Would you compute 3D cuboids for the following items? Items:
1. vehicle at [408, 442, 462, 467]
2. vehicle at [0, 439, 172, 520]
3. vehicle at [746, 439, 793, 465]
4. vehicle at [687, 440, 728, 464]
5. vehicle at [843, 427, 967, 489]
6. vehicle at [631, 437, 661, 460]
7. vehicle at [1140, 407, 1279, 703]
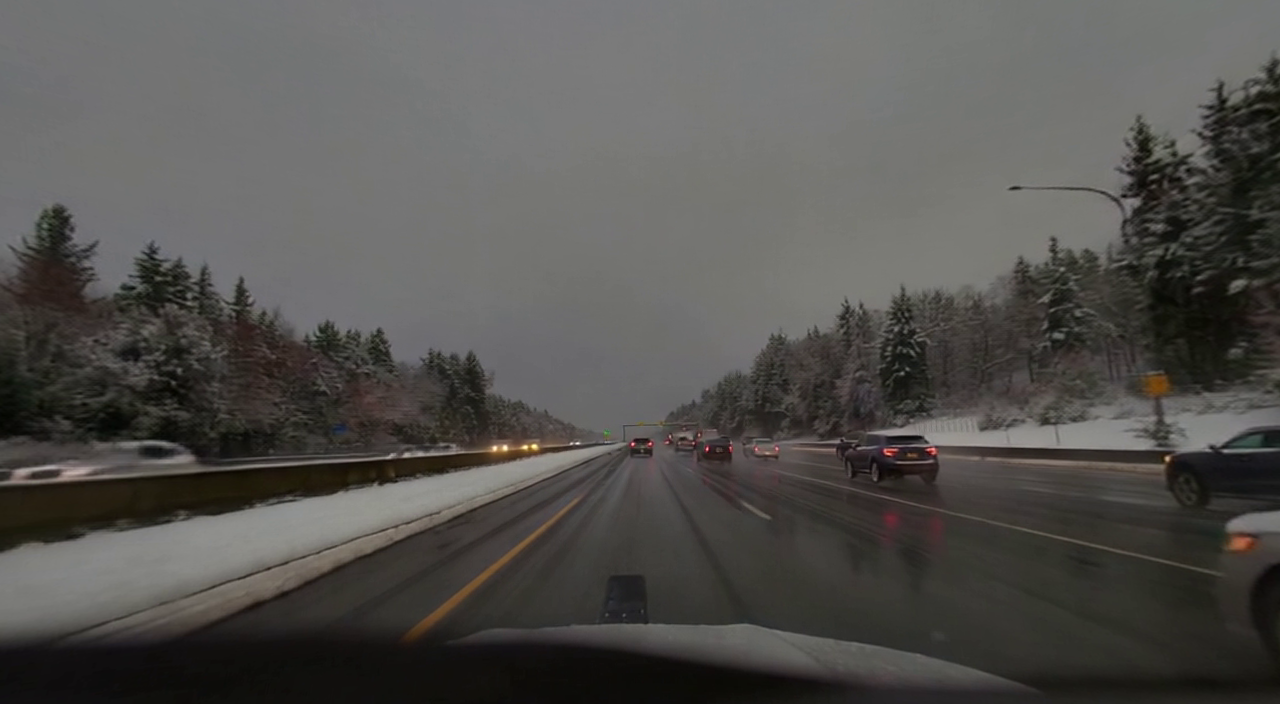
[{"bbox_3d":[-13.789,6.909,42.704,2.103,1.542,4.434,0,-8,0],"label":"vehicle"},{"bbox_3d":[-13.576,2.887,14.877,1.847,1.610,4.188,0,-8,0],"label":"vehicle"},{"bbox_3d":[7.990,6.210,39.365,1.919,1.476,4.303,0,-8,-1],"label":"vehicle"},{"bbox_3d":[4.329,6.496,41.125,2.118,1.438,4.312,0,-8,-1],"label":"vehicle"},{"bbox_3d":[8.101,3.282,19.800,1.986,1.703,4.226,0,-8,-1],"label":"vehicle"},{"bbox_3d":[0.470,7.120,46.609,2.124,1.639,4.122,0,-8,1],"label":"vehicle"},{"bbox_3d":[4.153,0.750,1.229,2.223,1.483,5.075,0,-8,0],"label":"vehicle"}]
